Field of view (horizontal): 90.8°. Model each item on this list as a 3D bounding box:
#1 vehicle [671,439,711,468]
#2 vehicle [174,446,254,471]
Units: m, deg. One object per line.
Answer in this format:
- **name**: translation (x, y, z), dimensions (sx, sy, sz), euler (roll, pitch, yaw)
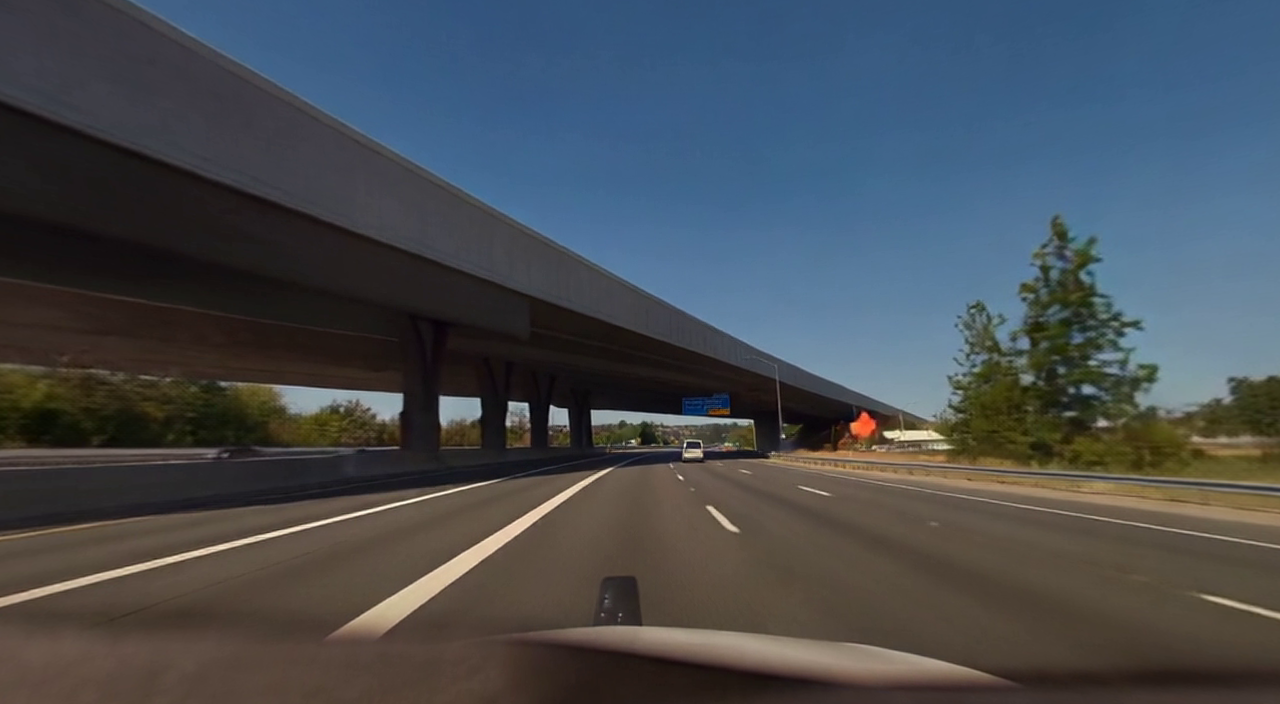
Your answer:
- **vehicle**: translation (3.287, 6.619, 41.419), dimensions (2.224, 1.738, 4.376), euler (0, -9, 0)
- **vehicle**: translation (-28.926, 7.231, 43.081), dimensions (2.211, 1.546, 4.505), euler (-1, -9, 2)
